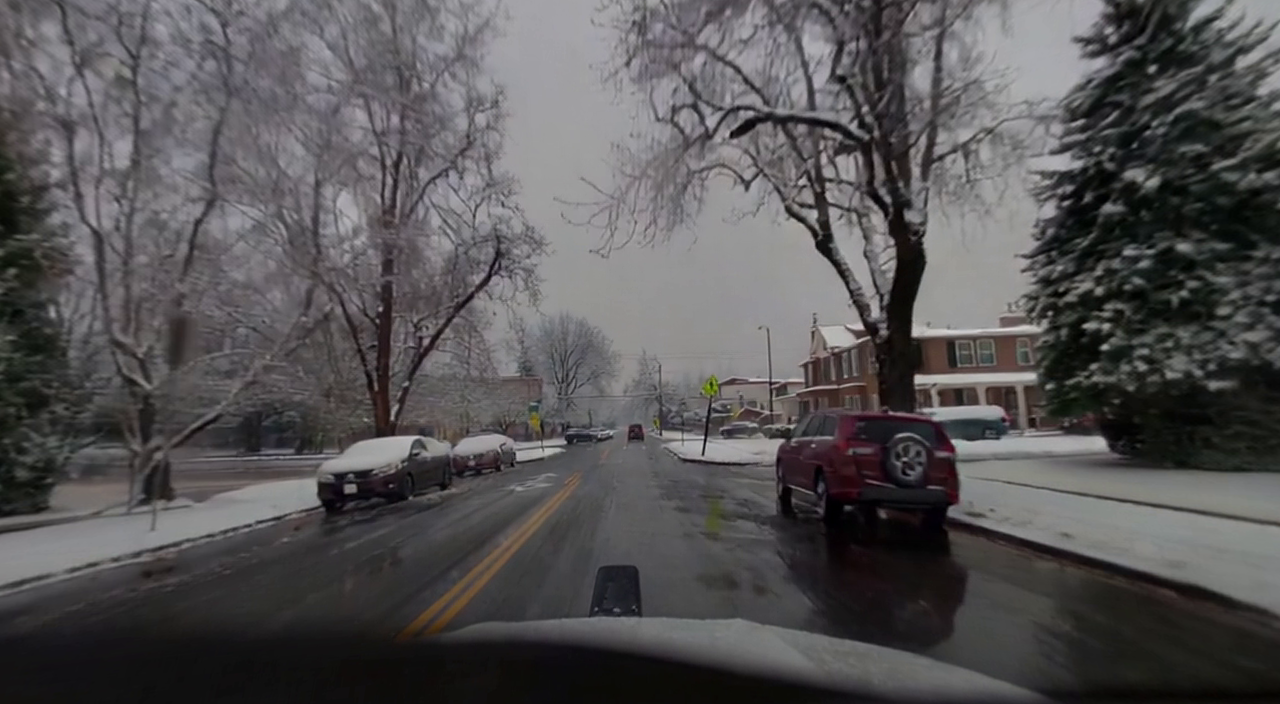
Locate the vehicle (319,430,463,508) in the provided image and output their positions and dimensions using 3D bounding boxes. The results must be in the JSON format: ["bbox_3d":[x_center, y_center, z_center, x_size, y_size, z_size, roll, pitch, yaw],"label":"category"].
[{"bbox_3d":[-5.606,2.614,14.704,1.842,1.540,3.704,-1,-7,0],"label":"vehicle"}]

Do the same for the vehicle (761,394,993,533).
[{"bbox_3d":[3.334,1.658,10.035,1.997,1.663,4.544,-1,-7,1],"label":"vehicle"}]

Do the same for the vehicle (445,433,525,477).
[{"bbox_3d":[-5.670,3.781,23.547,1.919,1.464,4.155,0,-8,0],"label":"vehicle"}]
